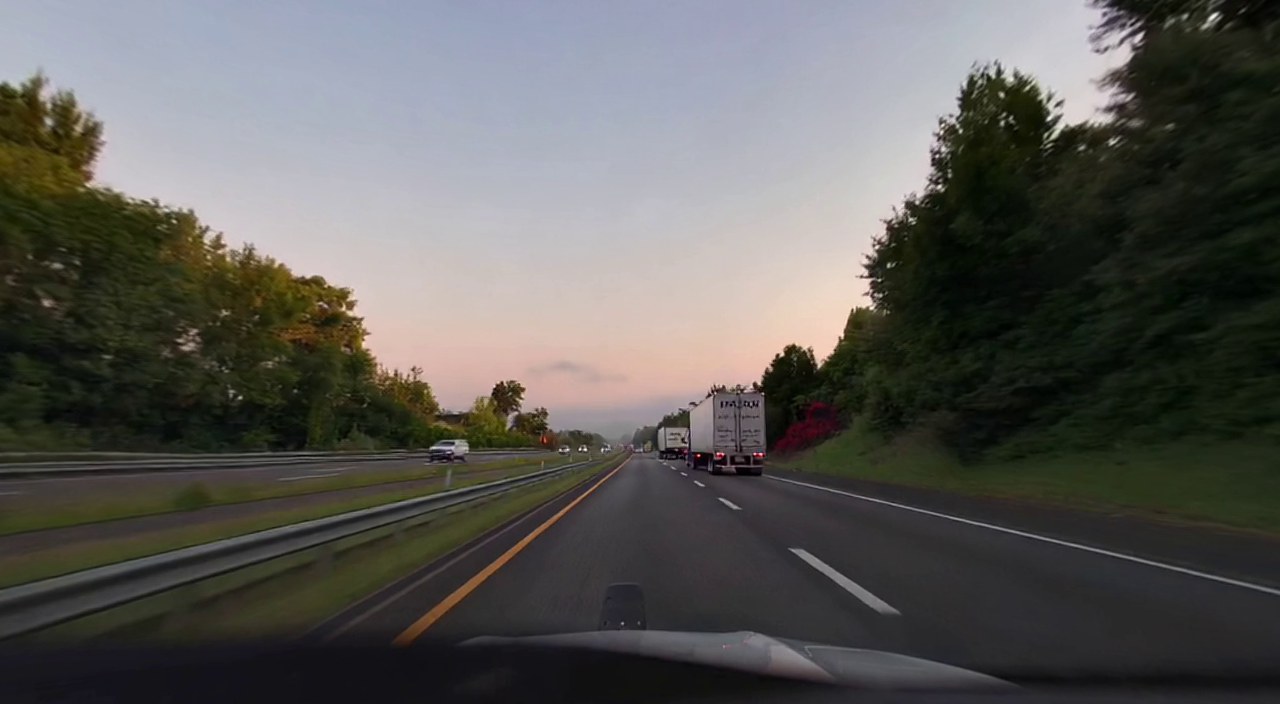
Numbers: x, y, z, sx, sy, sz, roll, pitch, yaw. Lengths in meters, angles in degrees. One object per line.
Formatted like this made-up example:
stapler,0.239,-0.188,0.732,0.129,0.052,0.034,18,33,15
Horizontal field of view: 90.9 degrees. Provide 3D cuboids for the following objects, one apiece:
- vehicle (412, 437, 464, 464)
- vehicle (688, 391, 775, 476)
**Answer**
vehicle,-12.080,5.969,38.019,1.830,1.520,3.936,0,-9,0
vehicle,4.918,5.012,37.418,2.929,4.093,14.258,0,-9,0
